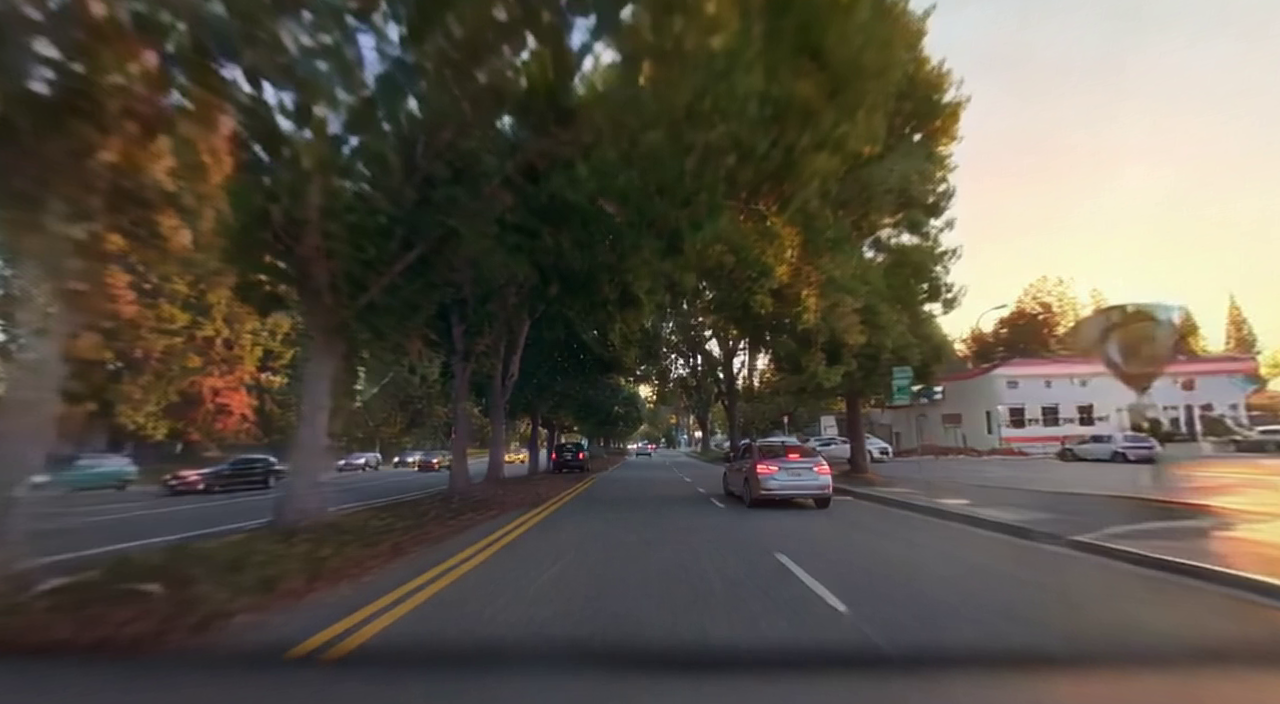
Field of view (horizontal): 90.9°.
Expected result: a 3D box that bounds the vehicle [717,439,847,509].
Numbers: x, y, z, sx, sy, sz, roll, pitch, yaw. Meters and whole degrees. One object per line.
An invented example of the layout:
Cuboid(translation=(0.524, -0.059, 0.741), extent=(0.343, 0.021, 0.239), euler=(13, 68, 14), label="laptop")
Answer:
Cuboid(translation=(3.329, 2.977, 15.877), extent=(2.095, 1.475, 4.686), euler=(0, -9, -1), label="vehicle")

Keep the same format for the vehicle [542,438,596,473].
Cuboid(translation=(-3.690, 5.489, 33.547), extent=(2.250, 1.713, 4.422), euler=(0, -9, 1), label="vehicle")

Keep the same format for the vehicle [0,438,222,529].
Cuboid(translation=(-11.442, 2.658, 13.491), extent=(1.909, 1.467, 4.522), euler=(-2, -6, 0), label="vehicle")

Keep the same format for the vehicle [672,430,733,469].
Cuboid(translation=(3.748, 6.060, 39.171), extent=(3.245, 2.199, 6.295), euler=(0, -8, 1), label="vehicle")

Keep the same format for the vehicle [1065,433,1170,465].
Cuboid(translation=(24.092, 4.911, 32.059), extent=(1.921, 1.463, 4.380), euler=(1, -8, 0), label="vehicle")

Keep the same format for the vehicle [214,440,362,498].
Cuboid(translation=(-11.373, 3.751, 20.871), extent=(2.004, 1.509, 4.932), euler=(-2, -6, 1), label="vehicle")
